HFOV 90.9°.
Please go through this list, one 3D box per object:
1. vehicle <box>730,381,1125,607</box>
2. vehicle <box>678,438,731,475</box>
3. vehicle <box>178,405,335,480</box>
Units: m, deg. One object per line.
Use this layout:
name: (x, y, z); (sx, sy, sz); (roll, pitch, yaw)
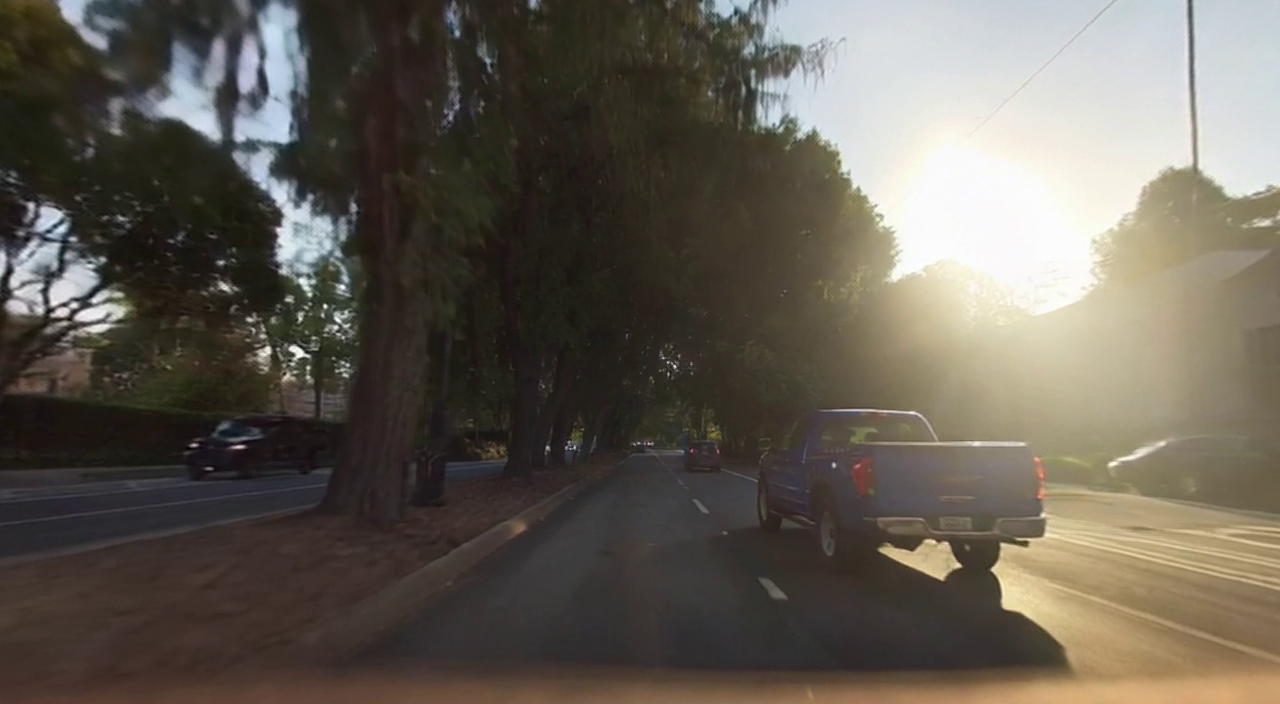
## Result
vehicle: (2.895, 1.629, 8.366); (2.553, 1.942, 5.679); (0, -8, 0)
vehicle: (3.157, 5.211, 31.761); (2.108, 1.712, 4.616); (0, -8, 0)
vehicle: (-14.614, 3.533, 24.619); (2.359, 2.543, 5.850); (0, -8, 1)
